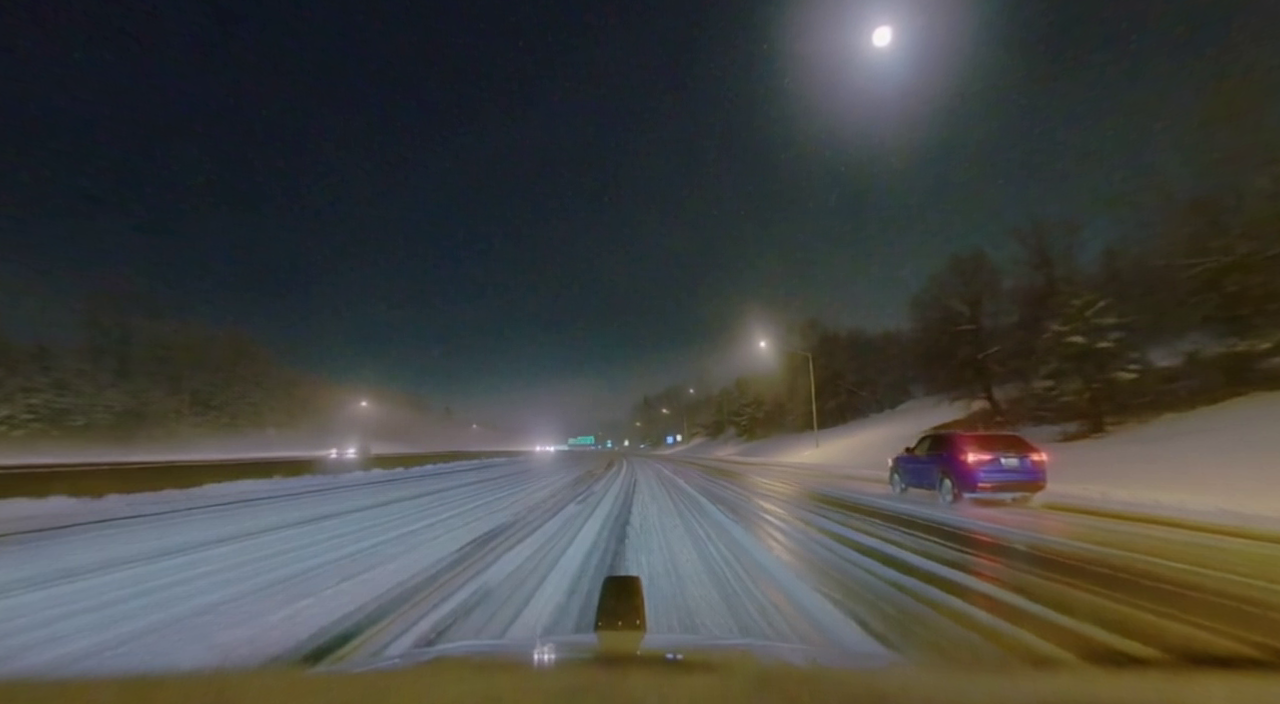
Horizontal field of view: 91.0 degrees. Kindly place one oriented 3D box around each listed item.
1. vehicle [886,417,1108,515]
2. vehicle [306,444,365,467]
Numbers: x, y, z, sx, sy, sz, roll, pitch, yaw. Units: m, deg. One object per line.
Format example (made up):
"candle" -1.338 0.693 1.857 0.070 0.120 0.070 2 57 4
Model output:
"vehicle" 7.183 2.350 13.383 2.091 1.711 4.383 0 -9 -1
"vehicle" -22.004 7.509 45.731 2.091 1.558 4.396 -1 -9 0
